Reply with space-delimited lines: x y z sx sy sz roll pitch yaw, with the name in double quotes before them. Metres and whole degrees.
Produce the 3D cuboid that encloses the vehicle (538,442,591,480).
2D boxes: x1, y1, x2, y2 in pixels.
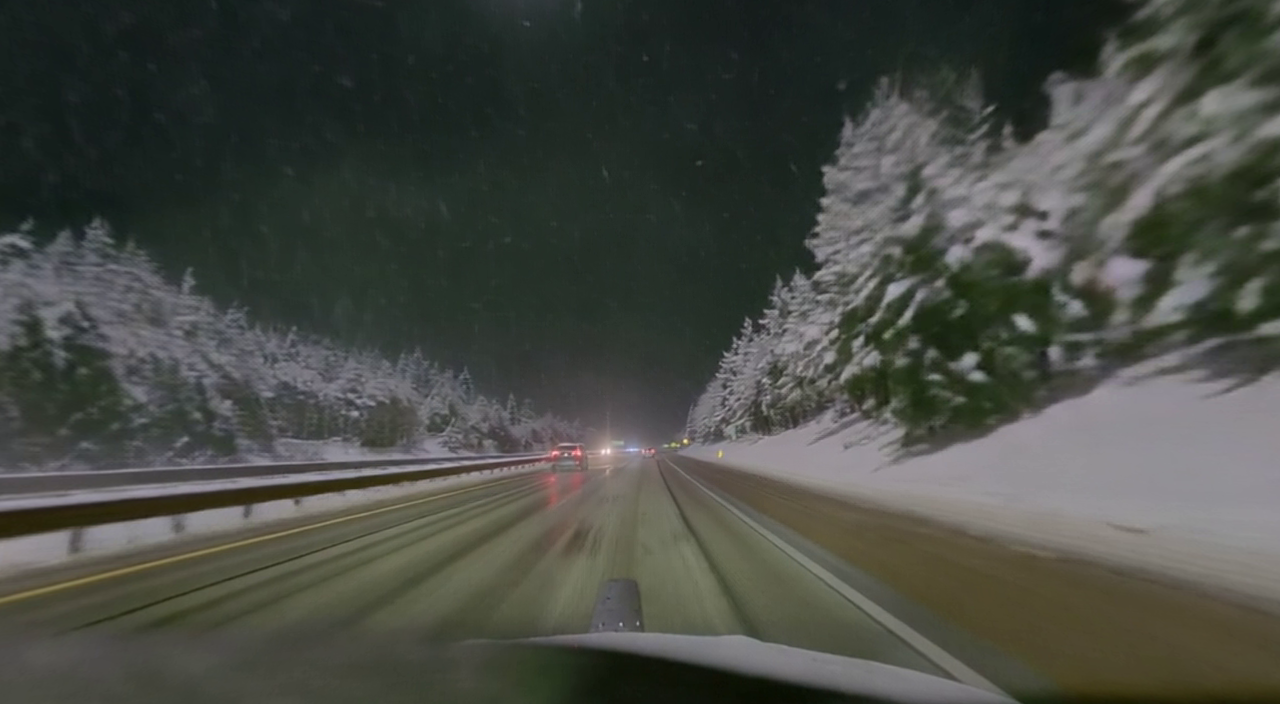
"vehicle" -3.388 4.967 29.017 1.846 1.600 4.108 0 -9 1
